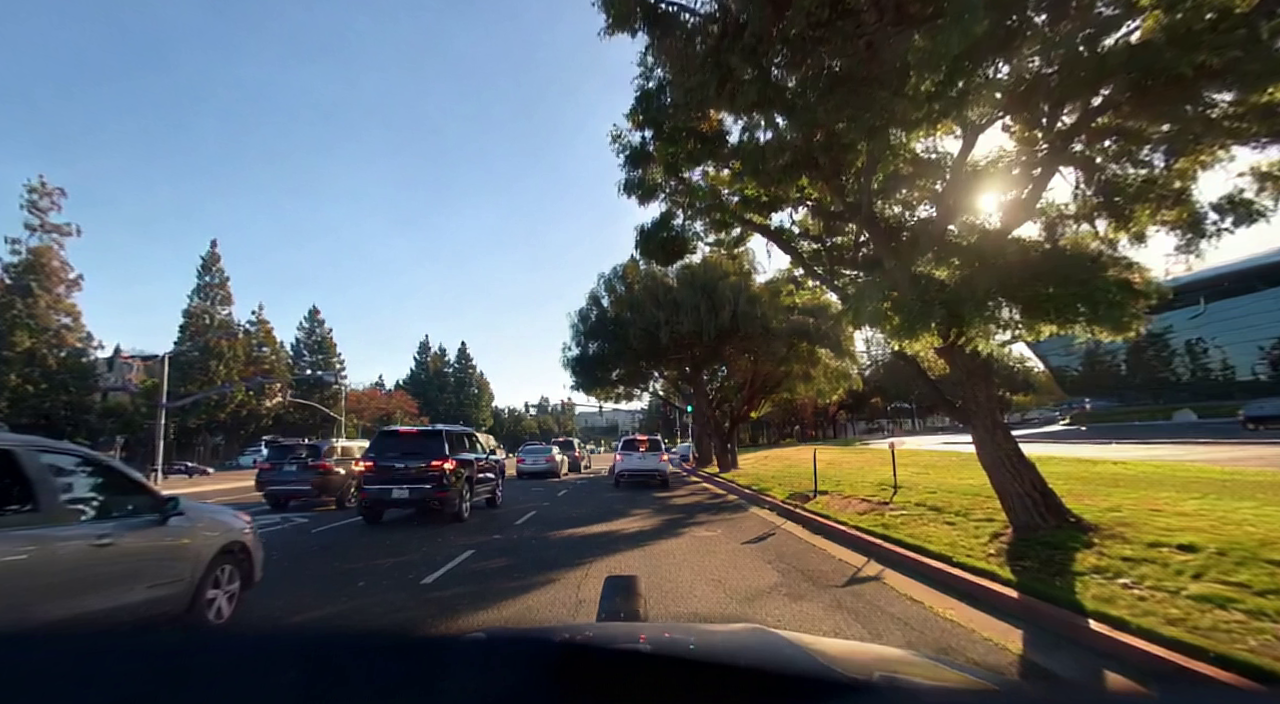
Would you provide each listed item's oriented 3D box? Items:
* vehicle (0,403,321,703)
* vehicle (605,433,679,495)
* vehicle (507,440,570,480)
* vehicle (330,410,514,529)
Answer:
[{"bbox_3d":[-3.694,1.060,3.165,2.007,1.512,4.279,0,-9,-1],"label":"vehicle"},{"bbox_3d":[0.039,3.426,19.700,2.055,1.681,4.270,0,-9,0],"label":"vehicle"},{"bbox_3d":[-4.157,4.486,26.479,1.942,1.523,4.212,0,-9,0],"label":"vehicle"},{"bbox_3d":[-4.115,2.333,13.082,2.088,1.947,5.119,0,-9,-1],"label":"vehicle"}]
